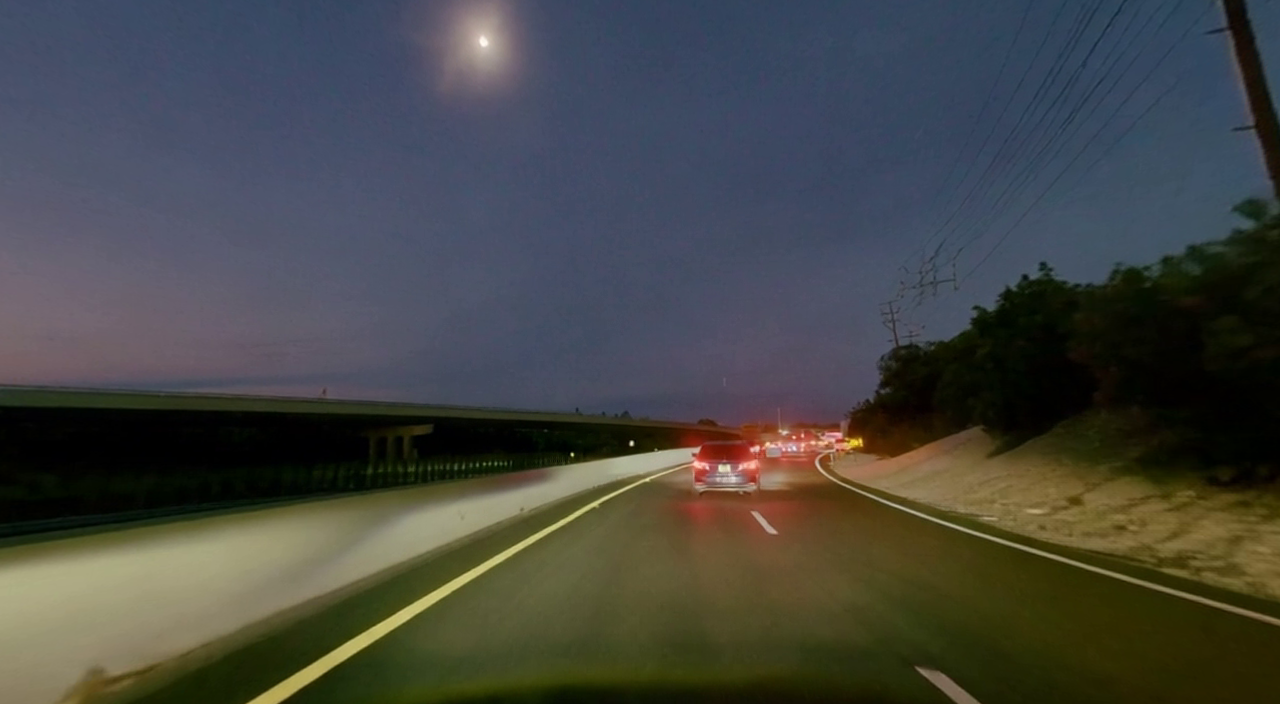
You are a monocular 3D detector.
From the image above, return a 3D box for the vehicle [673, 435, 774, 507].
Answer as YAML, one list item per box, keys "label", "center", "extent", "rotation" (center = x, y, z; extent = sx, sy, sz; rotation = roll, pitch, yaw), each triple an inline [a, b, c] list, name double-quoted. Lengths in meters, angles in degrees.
- label: "vehicle"
  center: [2.017, 2.841, 15.509]
  extent: [2.091, 1.482, 4.321]
  rotation: [-1, -9, 7]
